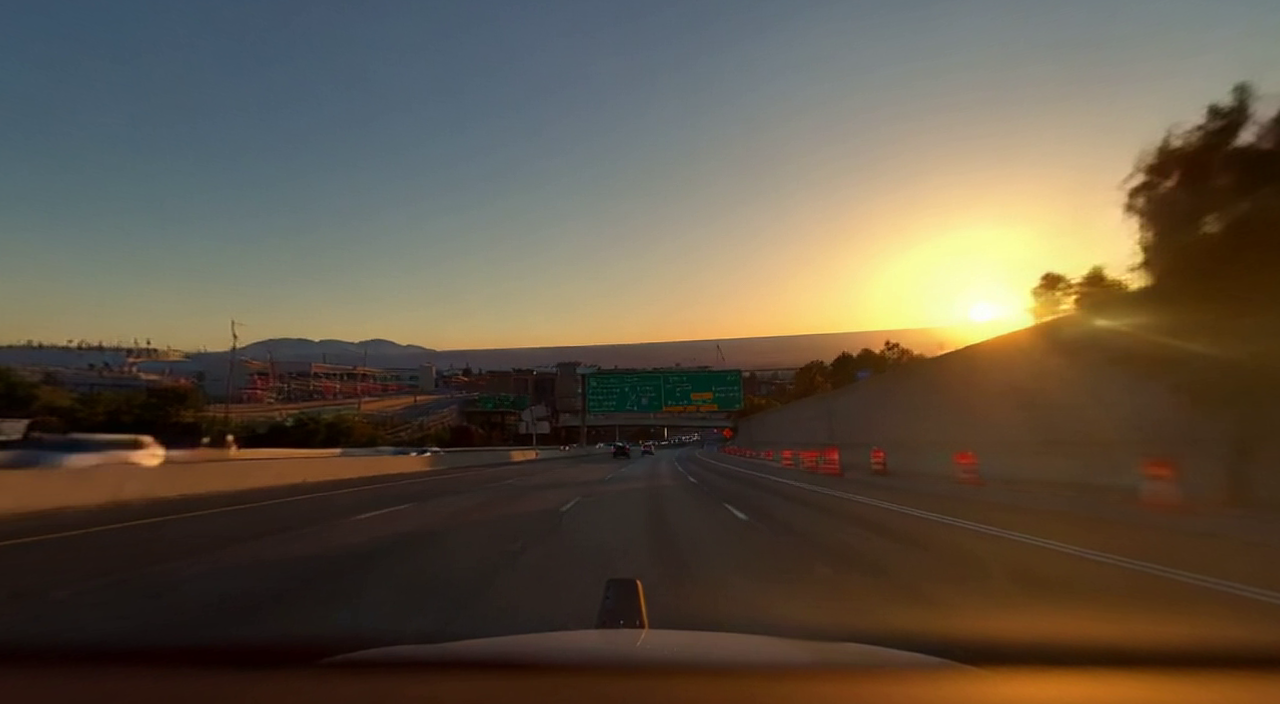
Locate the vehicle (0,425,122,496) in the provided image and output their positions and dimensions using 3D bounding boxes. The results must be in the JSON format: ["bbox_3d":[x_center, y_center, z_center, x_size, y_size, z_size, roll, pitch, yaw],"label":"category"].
[{"bbox_3d":[-16.151,2.716,15.845,2.081,1.656,4.819,0,-9,0],"label":"vehicle"}]

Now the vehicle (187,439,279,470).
[{"bbox_3d":[-26.311,6.644,40.993,2.248,1.848,5.472,0,-9,1],"label":"vehicle"}]
